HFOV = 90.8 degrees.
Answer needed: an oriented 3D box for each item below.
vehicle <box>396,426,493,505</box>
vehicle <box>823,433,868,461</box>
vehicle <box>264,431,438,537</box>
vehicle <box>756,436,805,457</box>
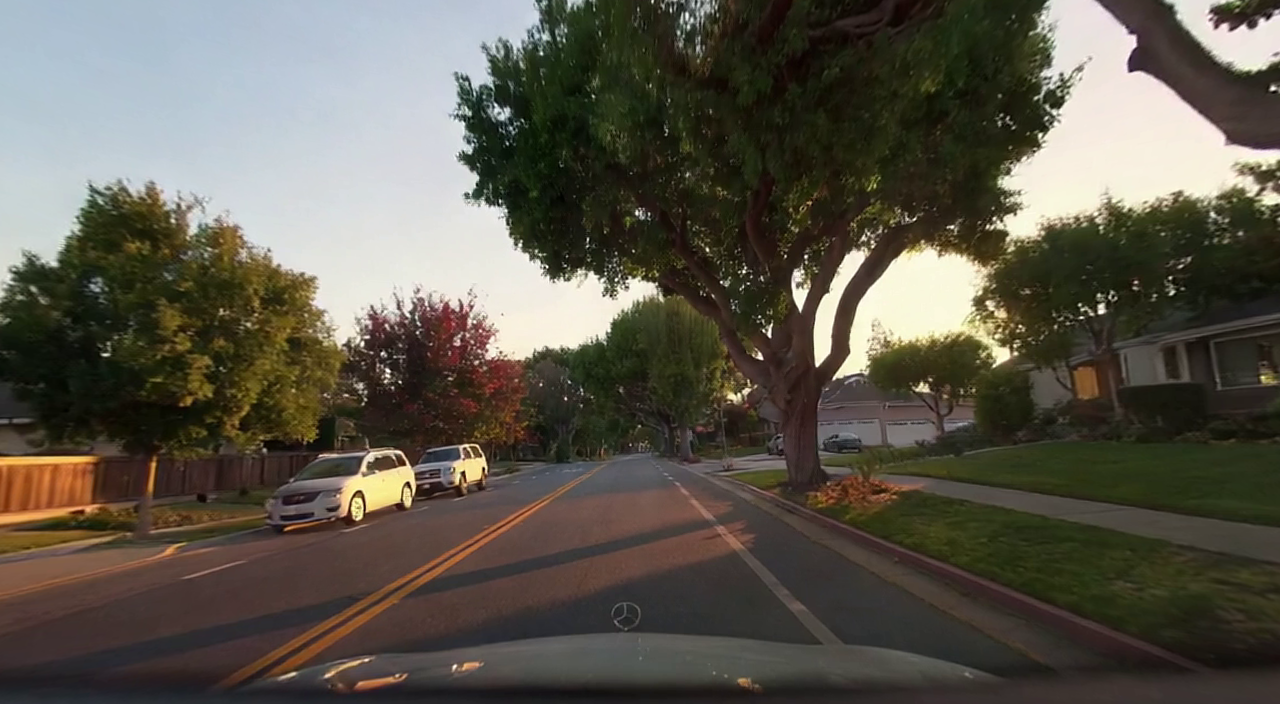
[{"bbox_3d":[-6.858,4.021,22.648,2.057,2.317,4.386,-6,-9,-1],"label":"vehicle"},{"bbox_3d":[13.716,6.316,41.982,1.860,1.697,4.292,-5,-10,30],"label":"vehicle"},{"bbox_3d":[-6.985,3.227,15.925,2.173,2.020,4.770,-6,-10,-1],"label":"vehicle"},{"bbox_3d":[9.289,6.301,42.136,1.922,1.263,4.664,0,-9,-3],"label":"vehicle"}]
